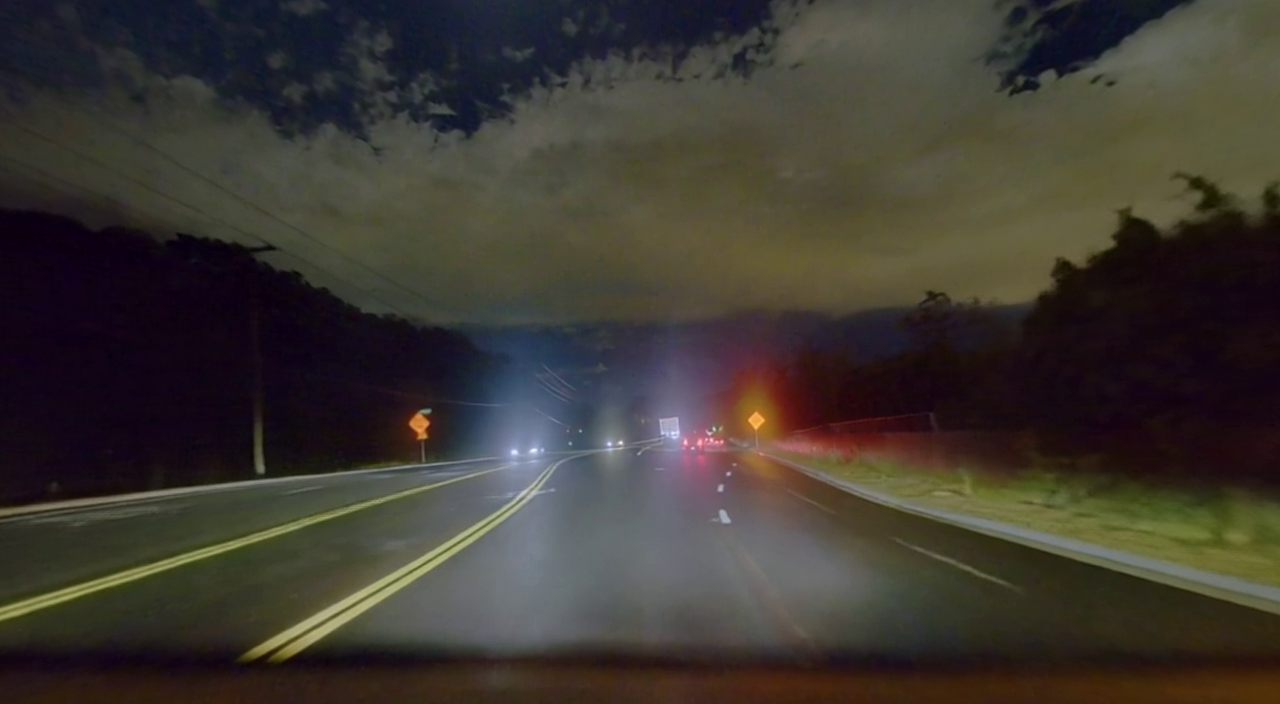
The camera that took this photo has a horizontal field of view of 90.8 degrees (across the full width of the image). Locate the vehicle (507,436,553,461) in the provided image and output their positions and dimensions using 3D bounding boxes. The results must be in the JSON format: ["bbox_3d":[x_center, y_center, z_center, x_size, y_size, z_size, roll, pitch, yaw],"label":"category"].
[{"bbox_3d":[-6.945,6.163,40.390,1.909,1.467,4.579,-1,-9,3],"label":"vehicle"}]
